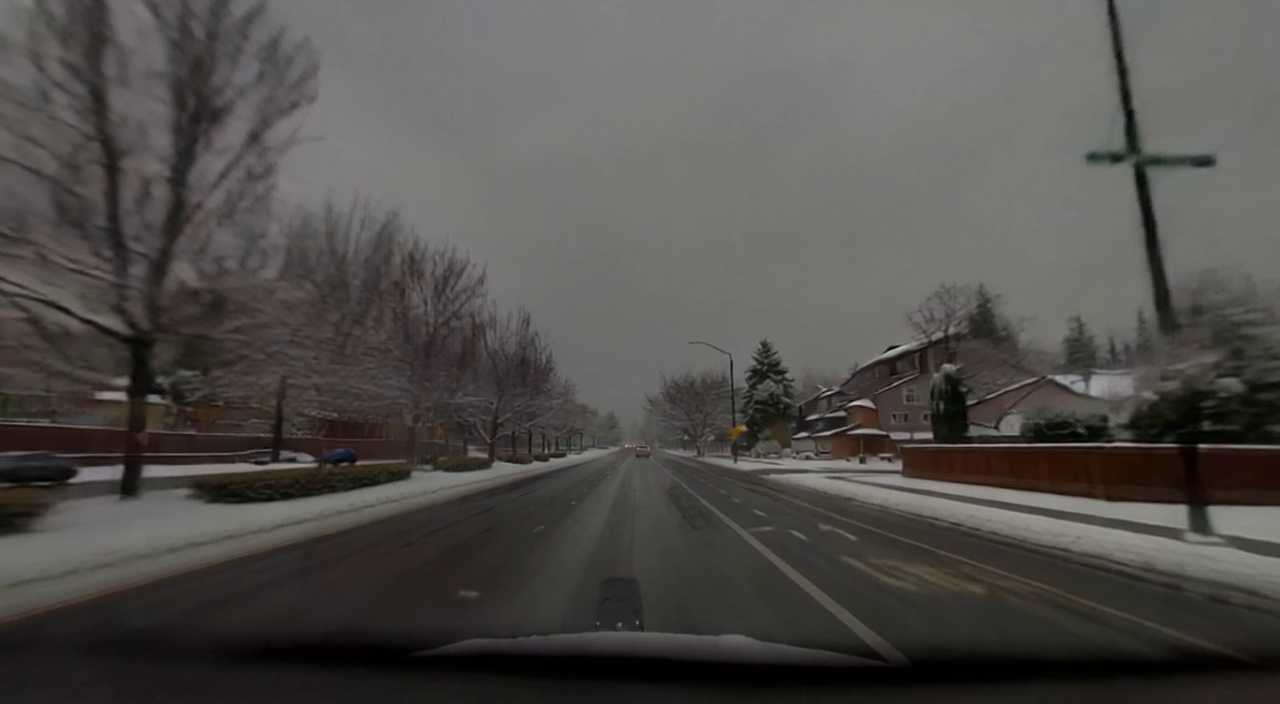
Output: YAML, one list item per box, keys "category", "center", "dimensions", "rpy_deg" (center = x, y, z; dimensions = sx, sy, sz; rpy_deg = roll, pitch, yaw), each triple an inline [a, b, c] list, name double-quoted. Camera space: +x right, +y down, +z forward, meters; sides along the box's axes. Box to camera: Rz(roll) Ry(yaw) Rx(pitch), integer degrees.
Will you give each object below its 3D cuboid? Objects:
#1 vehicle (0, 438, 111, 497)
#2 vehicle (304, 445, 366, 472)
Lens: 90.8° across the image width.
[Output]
- category: "vehicle"
  center: [-19.856, 3.613, 19.998]
  dimensions: [2.166, 1.720, 4.629]
  rpy_deg: [0, -9, 0]
- category: "vehicle"
  center: [-20.341, 7.112, 42.348]
  dimensions: [1.887, 1.664, 4.491]
  rpy_deg: [0, -9, 0]
